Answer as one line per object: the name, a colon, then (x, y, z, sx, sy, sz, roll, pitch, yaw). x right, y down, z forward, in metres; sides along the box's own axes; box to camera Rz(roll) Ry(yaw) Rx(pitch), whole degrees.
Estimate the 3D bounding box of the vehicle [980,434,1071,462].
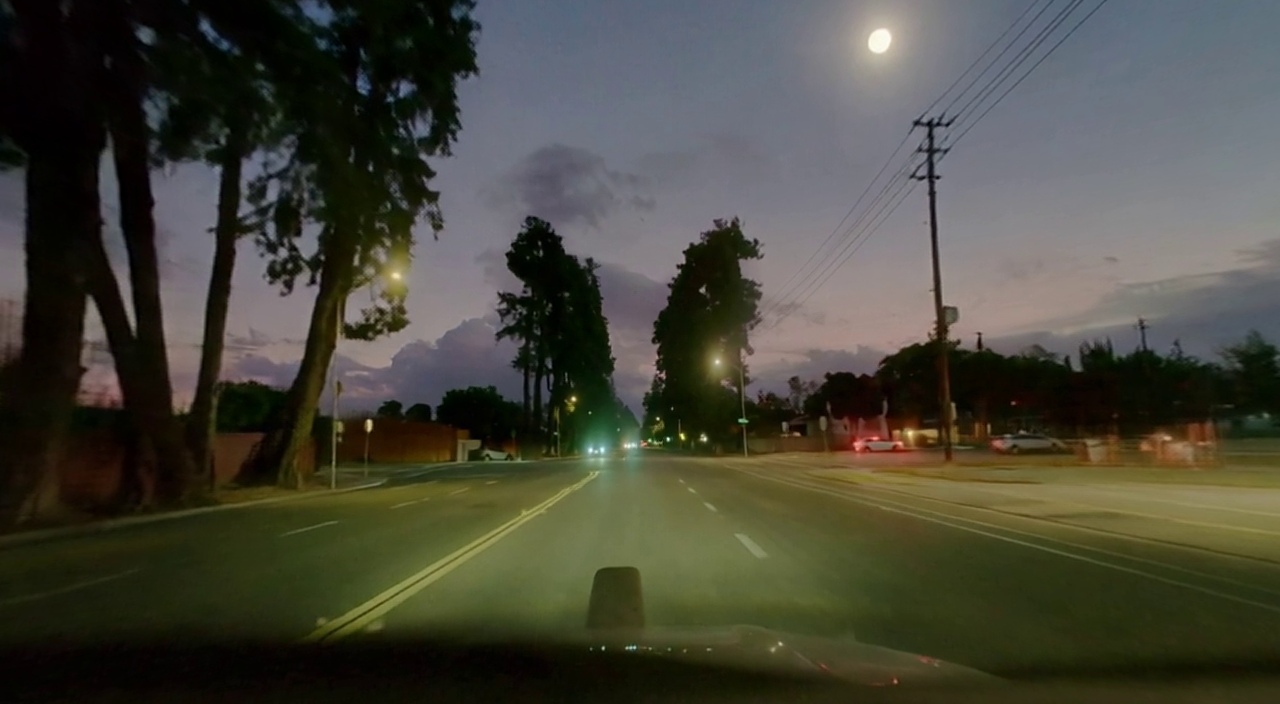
vehicle: (24.515, 6.139, 40.202, 4.508, 1.687, 2.070, -2, -9, 17)
